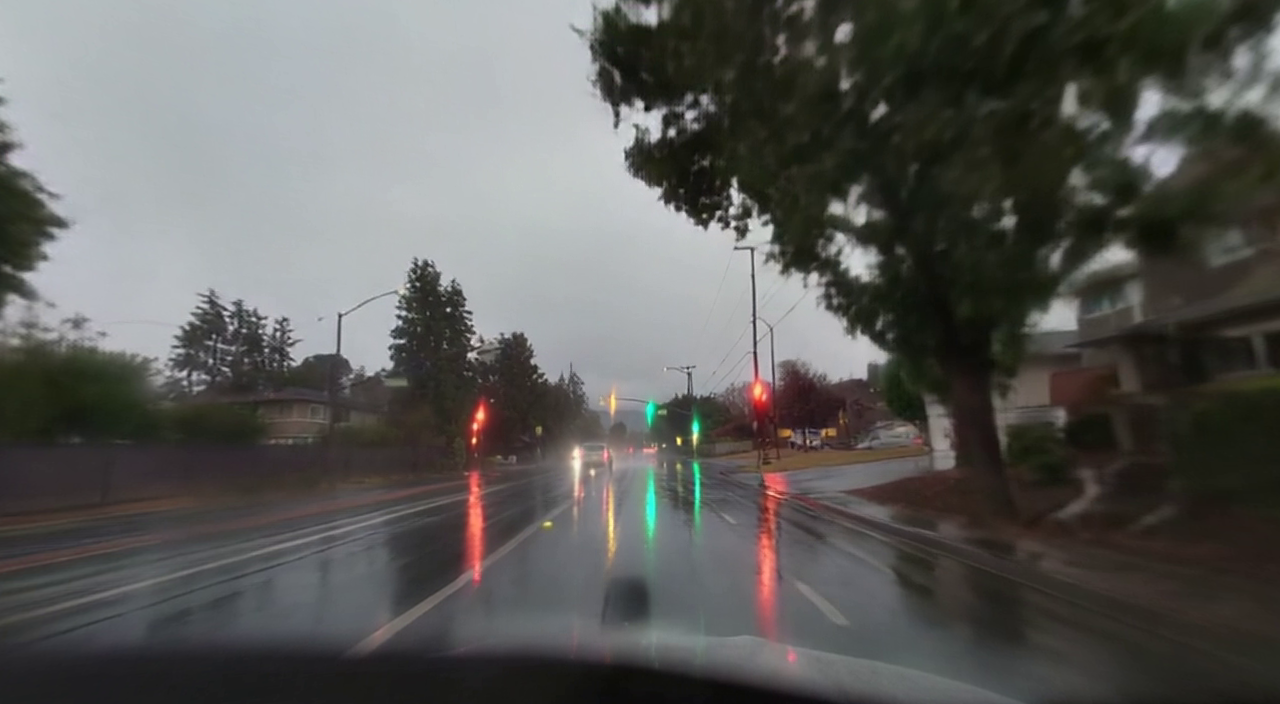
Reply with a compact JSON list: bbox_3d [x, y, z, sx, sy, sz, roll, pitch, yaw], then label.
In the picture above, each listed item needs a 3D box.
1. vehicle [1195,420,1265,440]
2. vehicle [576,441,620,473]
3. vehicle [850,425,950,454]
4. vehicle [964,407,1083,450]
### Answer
[{"bbox_3d":[44.546,5.889,47.603,3.617,1.472,1.738,0,-9,-4],"label":"vehicle"},{"bbox_3d":[-2.345,6.012,36.444,2.084,1.701,4.734,0,-9,2],"label":"vehicle"},{"bbox_3d":[18.976,6.388,46.182,6.313,2.043,2.272,0,-9,-3],"label":"vehicle"},{"bbox_3d":[28.389,5.690,46.801,7.116,3.077,2.655,1,-9,-5],"label":"vehicle"}]
